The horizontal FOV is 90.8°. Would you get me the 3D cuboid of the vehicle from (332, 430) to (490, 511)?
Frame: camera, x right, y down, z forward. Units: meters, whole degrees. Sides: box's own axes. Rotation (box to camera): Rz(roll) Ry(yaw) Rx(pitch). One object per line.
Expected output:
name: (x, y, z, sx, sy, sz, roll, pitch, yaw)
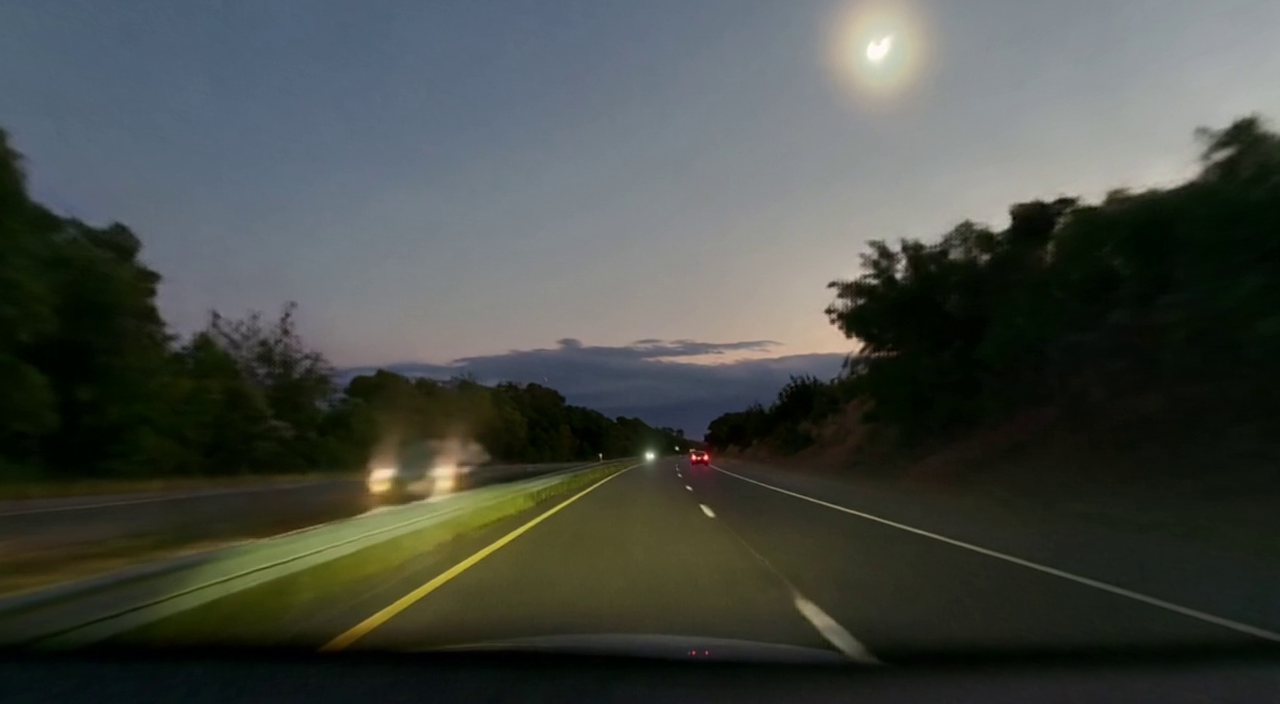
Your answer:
vehicle: (-5.683, 2.995, 16.538, 2.220, 1.780, 4.870, 0, -8, 1)
